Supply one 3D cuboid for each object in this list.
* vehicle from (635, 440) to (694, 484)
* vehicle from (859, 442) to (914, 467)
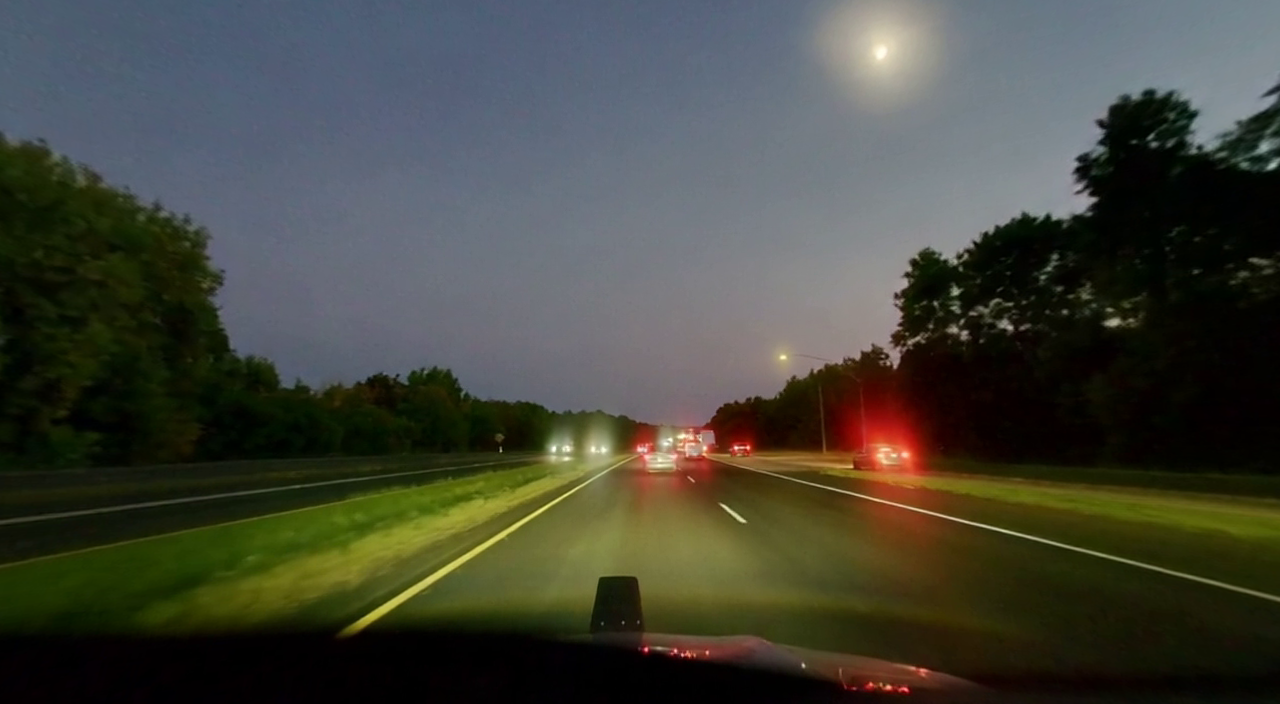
[{"bbox_3d":[0.847,4.117,23.857,2.053,1.483,4.185,0,-9,0],"label":"vehicle"},{"bbox_3d":[15.816,6.604,40.616,1.926,1.483,3.528,0,-9,-4],"label":"vehicle"}]
